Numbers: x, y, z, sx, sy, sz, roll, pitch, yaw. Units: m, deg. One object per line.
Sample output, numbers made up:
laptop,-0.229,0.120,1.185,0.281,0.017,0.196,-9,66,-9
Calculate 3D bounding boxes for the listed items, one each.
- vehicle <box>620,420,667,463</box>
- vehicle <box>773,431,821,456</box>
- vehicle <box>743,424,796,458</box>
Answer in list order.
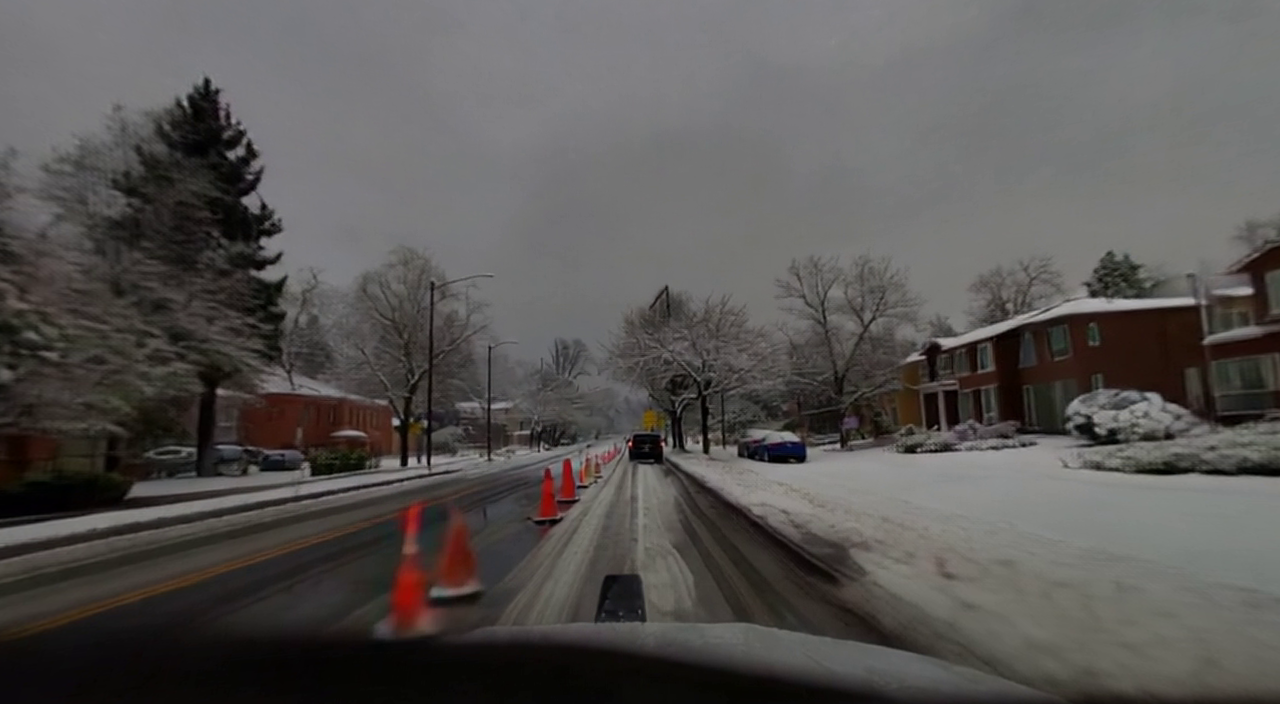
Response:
vehicle,0.096,4.634,32.812,2.169,2.015,5.206,1,-8,-2
vehicle,10.415,6.078,42.053,1.698,1.548,2.969,5,-9,-20
vehicle,9.523,6.719,47.113,2.253,2.306,6.753,1,-9,-2
